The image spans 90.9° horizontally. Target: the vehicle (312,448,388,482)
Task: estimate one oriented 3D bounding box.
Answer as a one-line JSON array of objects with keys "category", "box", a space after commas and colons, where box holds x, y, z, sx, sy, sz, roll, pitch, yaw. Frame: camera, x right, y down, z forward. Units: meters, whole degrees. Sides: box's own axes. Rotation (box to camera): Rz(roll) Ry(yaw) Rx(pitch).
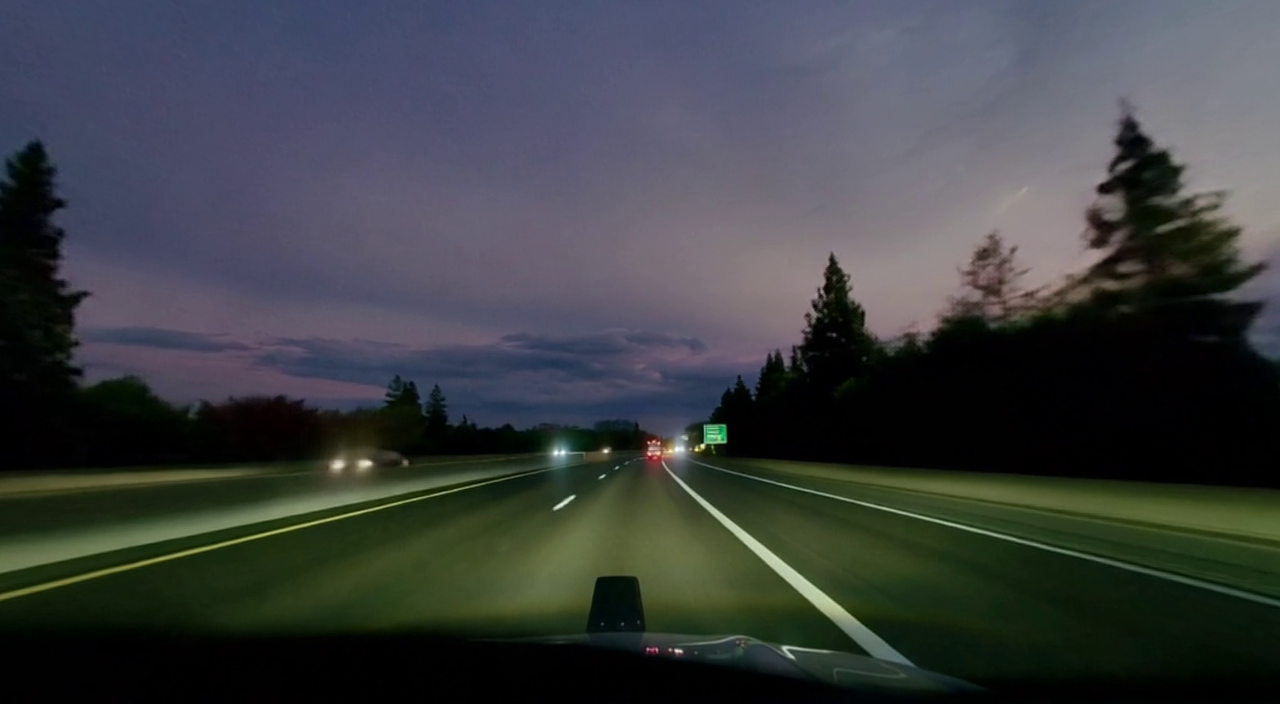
[{"category": "vehicle", "box": [-15.283, 5.943, 33.489, 1.895, 1.656, 4.361, 0, -9, 1]}]
